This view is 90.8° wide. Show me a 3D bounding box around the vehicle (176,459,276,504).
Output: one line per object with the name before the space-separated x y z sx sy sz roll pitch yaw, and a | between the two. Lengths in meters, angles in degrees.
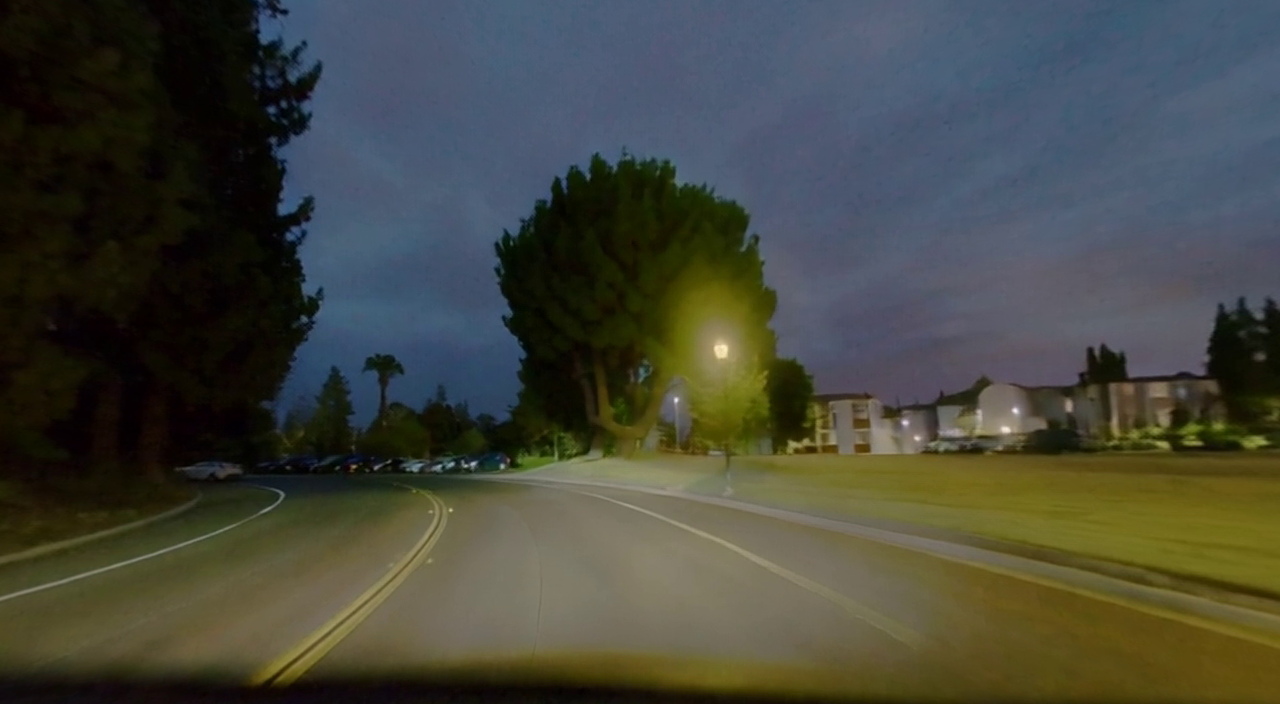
vehicle | -15.707 4.842 24.224 2.772 1.161 7.241 1 -8 -32

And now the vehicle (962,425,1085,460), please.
vehicle | 17.491 4.174 29.036 4.462 1.474 1.765 -3 -9 18

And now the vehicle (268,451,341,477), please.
vehicle | -25.670 8.510 48.309 5.202 1.817 2.042 -4 -9 25
